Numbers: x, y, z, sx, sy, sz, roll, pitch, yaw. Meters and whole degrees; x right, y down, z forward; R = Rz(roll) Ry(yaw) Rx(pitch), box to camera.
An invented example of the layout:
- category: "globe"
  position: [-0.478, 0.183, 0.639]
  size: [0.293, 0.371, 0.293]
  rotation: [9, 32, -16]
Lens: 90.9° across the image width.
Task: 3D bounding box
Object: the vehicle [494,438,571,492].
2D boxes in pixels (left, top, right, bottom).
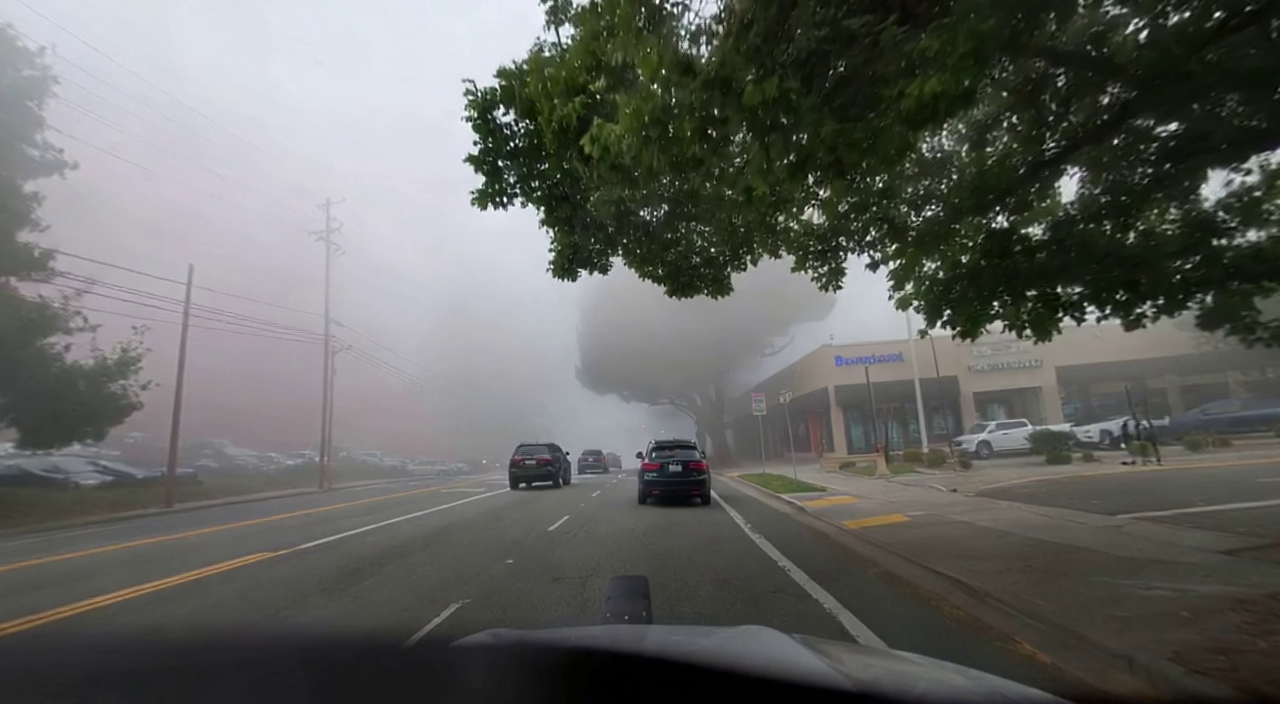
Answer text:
- category: "vehicle"
  position: [-3.668, 3.928, 22.254]
  size: [1.862, 1.694, 4.315]
  rotation: [0, -8, 1]

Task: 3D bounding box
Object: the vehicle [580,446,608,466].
- category: "vehicle"
  position: [-3.576, 8.192, 49.682]
  size: [1.951, 1.516, 3.684]
  rotation: [0, -8, 1]

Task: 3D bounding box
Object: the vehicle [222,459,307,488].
- category: "vehicle"
  position: [-22.487, 7.275, 38.011]
  size: [1.862, 1.468, 4.708]
  rotation: [-1, -8, 6]

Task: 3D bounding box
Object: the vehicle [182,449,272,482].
- category: "vehicle"
  position: [-28.451, 7.800, 43.479]
  size: [4.703, 2.084, 2.143]
  rotation: [-1, -8, 5]

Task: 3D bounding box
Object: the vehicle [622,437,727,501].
- category: "vehicle"
  position: [0.829, 3.290, 18.242]
  size: [2.108, 1.612, 4.246]
  rotation: [2, -8, -10]
